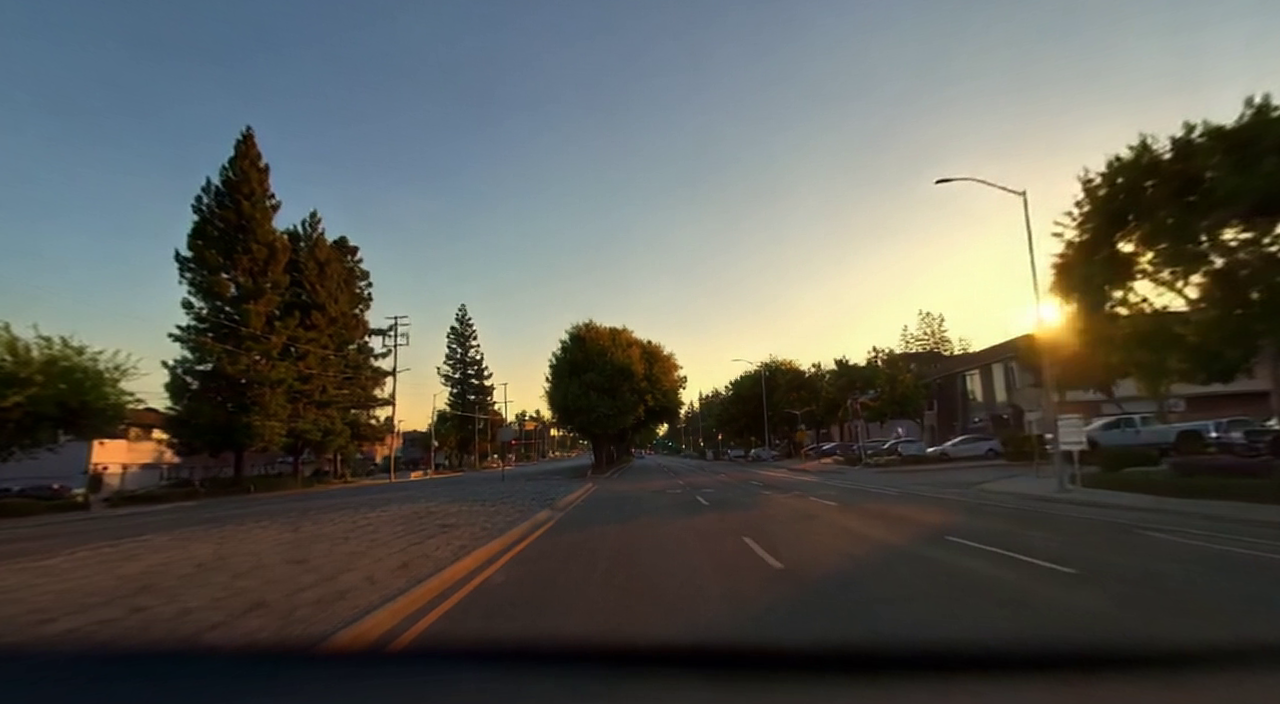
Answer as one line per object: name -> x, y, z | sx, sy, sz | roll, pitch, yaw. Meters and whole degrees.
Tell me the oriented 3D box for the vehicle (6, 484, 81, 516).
vehicle -> -40.711, 10.104, 43.083 | 3.731, 1.455, 1.697 | -10, -10, 5
